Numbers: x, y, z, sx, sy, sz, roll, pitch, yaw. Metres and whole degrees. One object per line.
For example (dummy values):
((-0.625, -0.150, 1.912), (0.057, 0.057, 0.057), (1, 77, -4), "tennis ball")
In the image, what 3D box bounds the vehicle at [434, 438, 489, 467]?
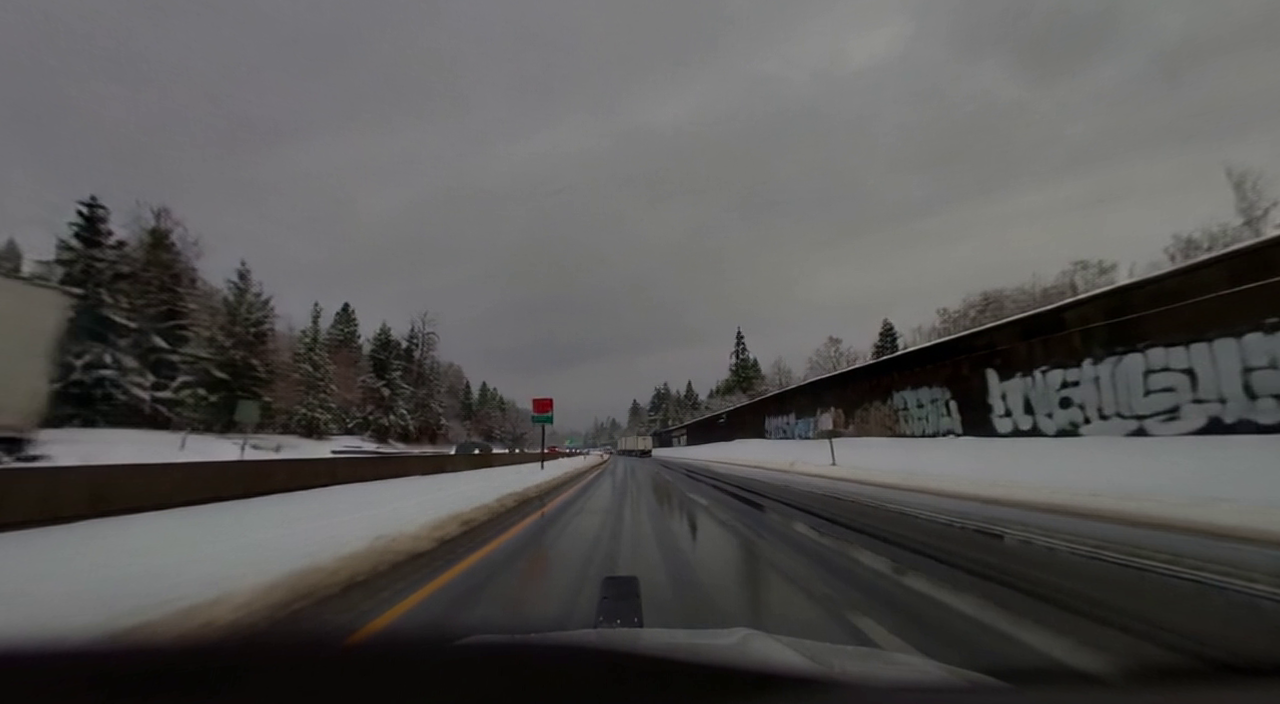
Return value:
((-9.873, 5.609, 34.997), (1.916, 1.507, 4.373), (0, -9, -1), "vehicle")
